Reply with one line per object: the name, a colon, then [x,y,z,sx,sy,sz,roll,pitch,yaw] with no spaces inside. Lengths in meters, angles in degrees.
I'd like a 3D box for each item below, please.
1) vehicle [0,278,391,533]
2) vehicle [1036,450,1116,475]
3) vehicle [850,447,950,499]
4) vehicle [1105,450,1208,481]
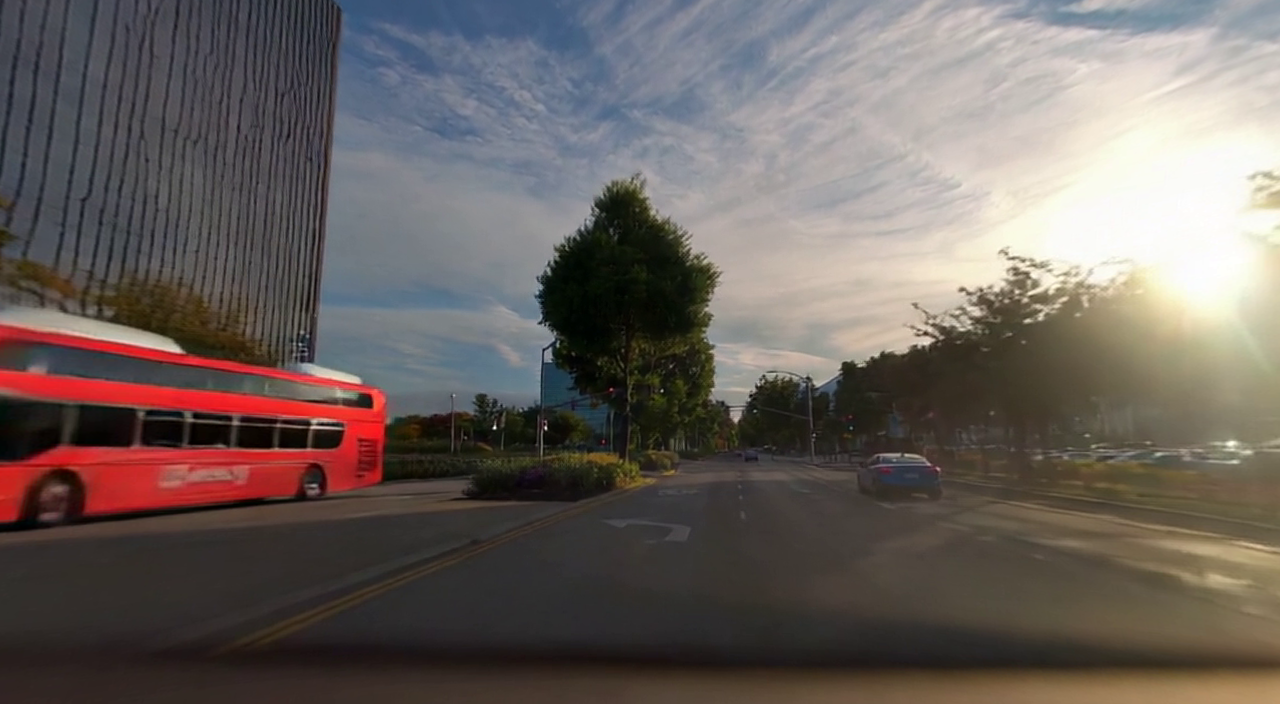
vehicle: [-11.911,1.873,16.920,3.110,4.418,13.688,-1,-9,8]
vehicle: [29.270,7.431,42.378,3.896,1.471,1.936,-3,-8,9]
vehicle: [8.476,3.951,20.929,1.993,1.501,4.127,-1,-9,7]
vehicle: [28.334,6.240,34.672,3.824,1.453,1.894,-3,-8,6]
